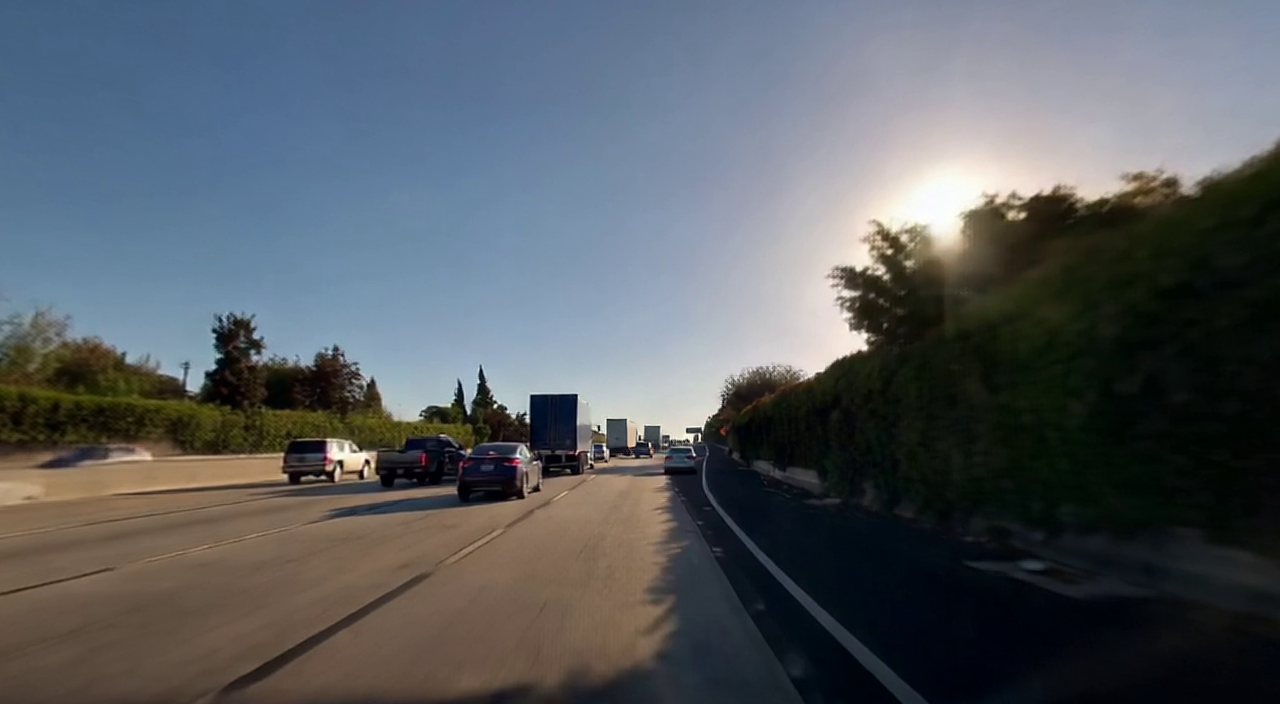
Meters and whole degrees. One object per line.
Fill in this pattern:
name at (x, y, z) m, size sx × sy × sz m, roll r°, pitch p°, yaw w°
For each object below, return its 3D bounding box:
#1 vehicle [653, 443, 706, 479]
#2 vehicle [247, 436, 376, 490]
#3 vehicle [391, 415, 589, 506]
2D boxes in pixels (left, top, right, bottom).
vehicle at (1.739, 4.768, 27.894) m, size 2.176 × 1.493 × 3.955 m, roll -1°, pitch -8°, yaw 3°
vehicle at (-11.583, 3.913, 22.706) m, size 2.073 × 1.722 × 4.664 m, roll 0°, pitch -8°, yaw 1°
vehicle at (-3.867, 3.465, 21.318) m, size 3.050 × 1.964 × 15.030 m, roll 0°, pitch -8°, yaw 0°
